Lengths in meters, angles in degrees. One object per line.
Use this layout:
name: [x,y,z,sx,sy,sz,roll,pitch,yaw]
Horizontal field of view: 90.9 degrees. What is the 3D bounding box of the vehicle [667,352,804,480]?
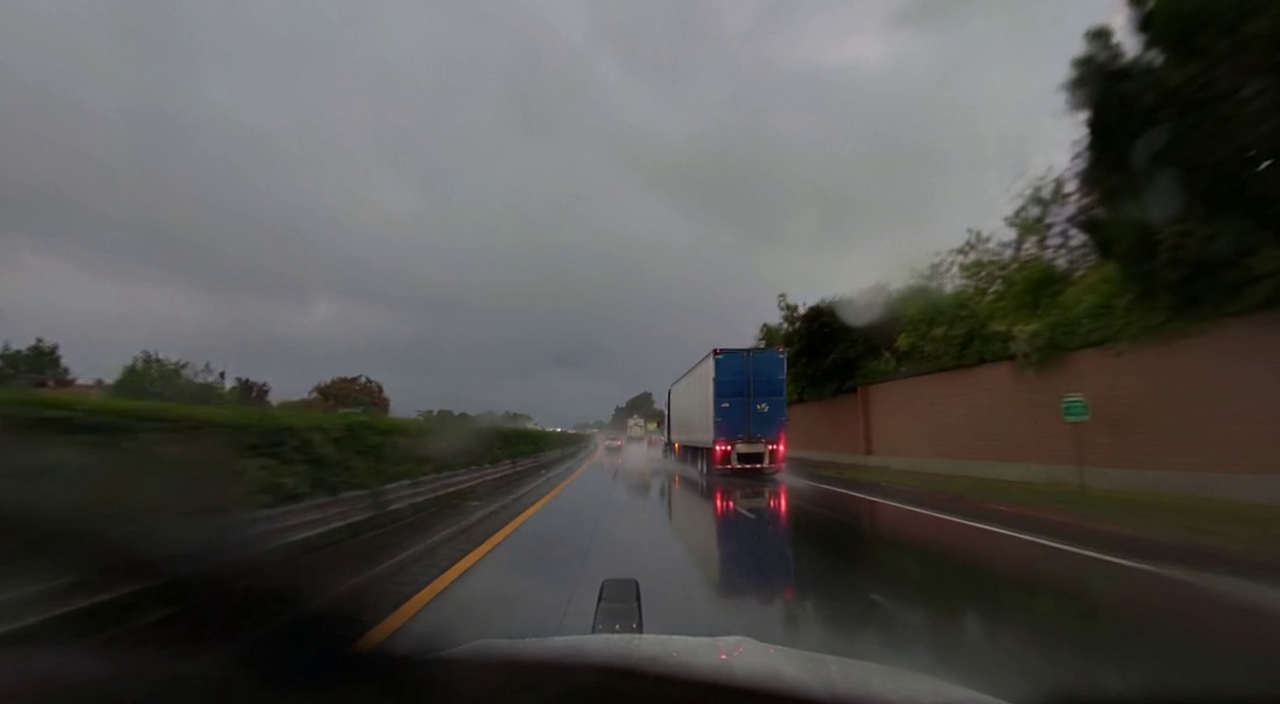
vehicle: [3.303,2.914,26.994,2.965,4.033,14.299,0,-7,-3]
